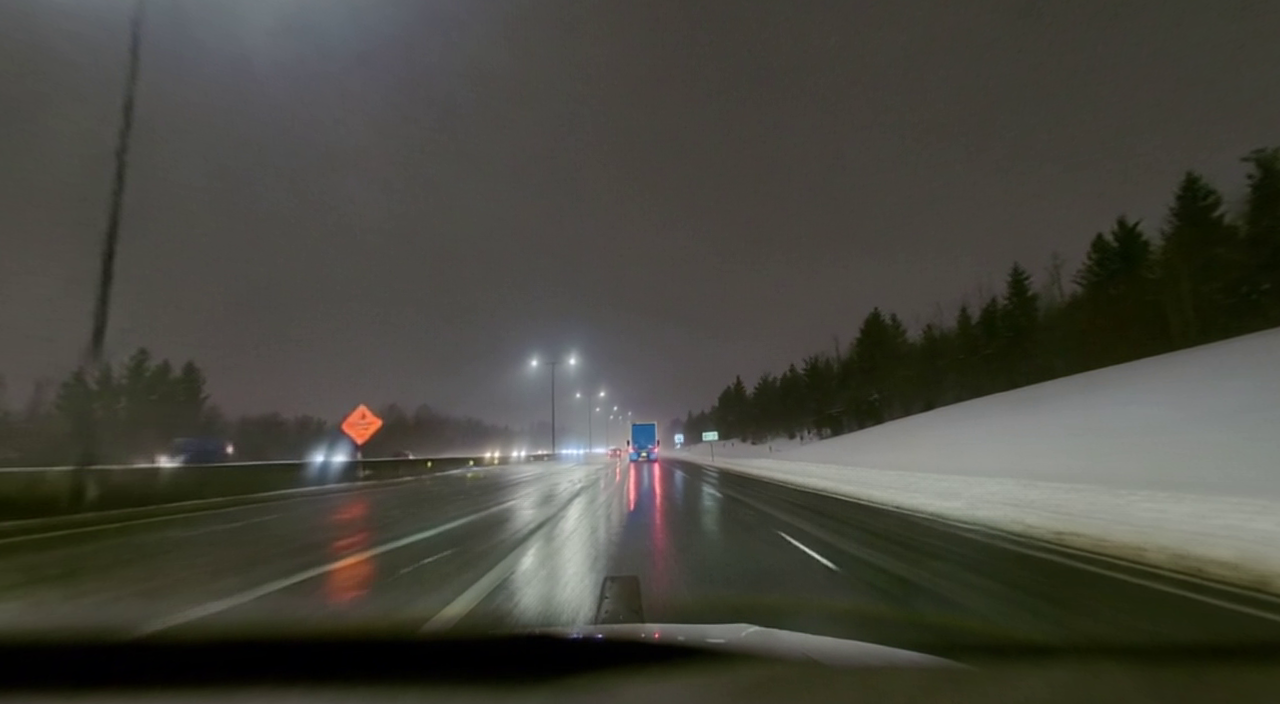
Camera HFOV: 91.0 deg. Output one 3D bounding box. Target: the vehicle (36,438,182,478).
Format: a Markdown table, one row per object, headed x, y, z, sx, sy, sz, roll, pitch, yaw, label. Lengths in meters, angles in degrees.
| x | y | z | sx | sy | sz | roll | pitch | yaw | label |
| --- | --- | --- | --- | --- | --- | --- | --- | --- | --- |
| -23.405 | 4.687 | 28.089 | 2.141 | 1.619 | 4.968 | 0 | -9 | 0 | vehicle |
